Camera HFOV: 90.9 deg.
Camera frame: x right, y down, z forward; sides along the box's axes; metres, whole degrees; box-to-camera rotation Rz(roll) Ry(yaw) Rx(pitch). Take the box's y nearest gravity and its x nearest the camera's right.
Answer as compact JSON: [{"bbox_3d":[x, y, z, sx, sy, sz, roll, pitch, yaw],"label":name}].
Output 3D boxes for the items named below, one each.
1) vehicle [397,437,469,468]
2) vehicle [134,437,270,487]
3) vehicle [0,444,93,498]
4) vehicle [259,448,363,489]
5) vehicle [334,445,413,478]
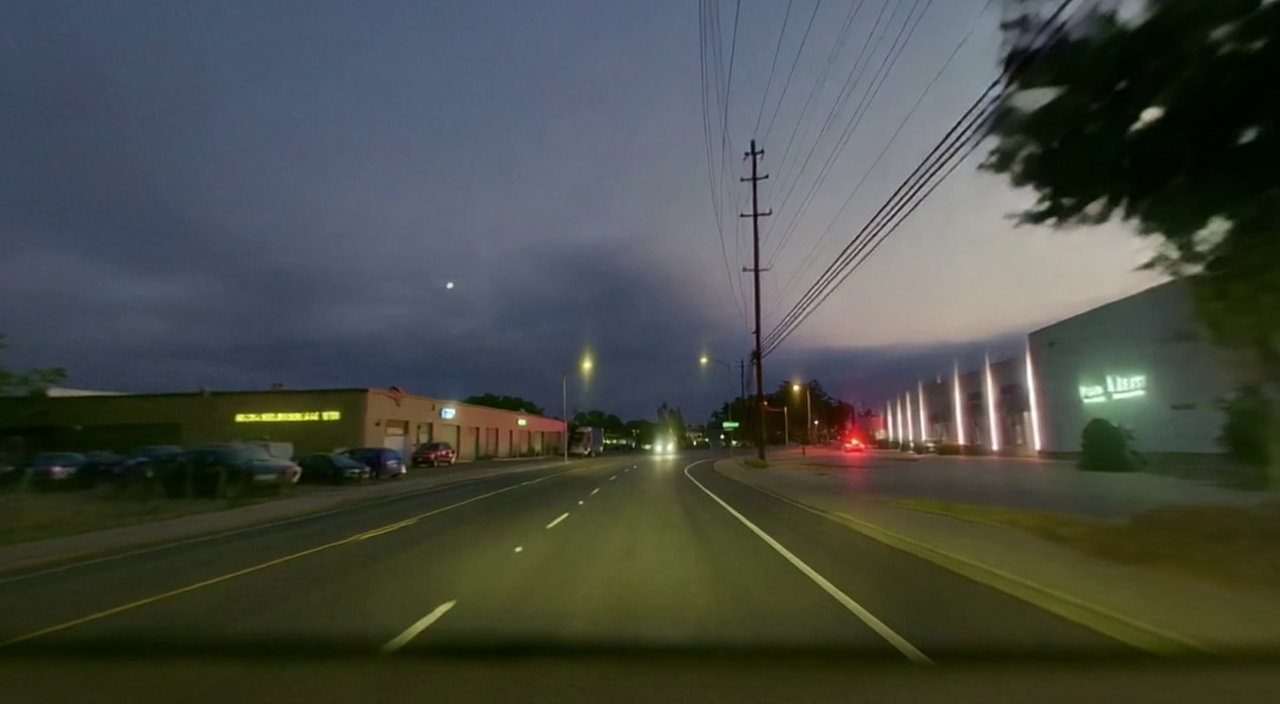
[{"bbox_3d":[-15.173,7.484,46.733,2.502,2.113,6.488,-1,-9,6],"label":"vehicle"},{"bbox_3d":[-19.542,4.909,28.569,2.099,2.038,5.624,0,-8,0],"label":"vehicle"},{"bbox_3d":[-23.414,4.496,23.579,5.135,1.765,2.062,-6,-8,19],"label":"vehicle"},{"bbox_3d":[-14.317,5.056,27.762,2.122,1.440,4.601,-4,-8,0],"label":"vehicle"},{"bbox_3d":[-13.945,5.715,33.305,2.070,1.577,4.652,0,-8,1],"label":"vehicle"}]
